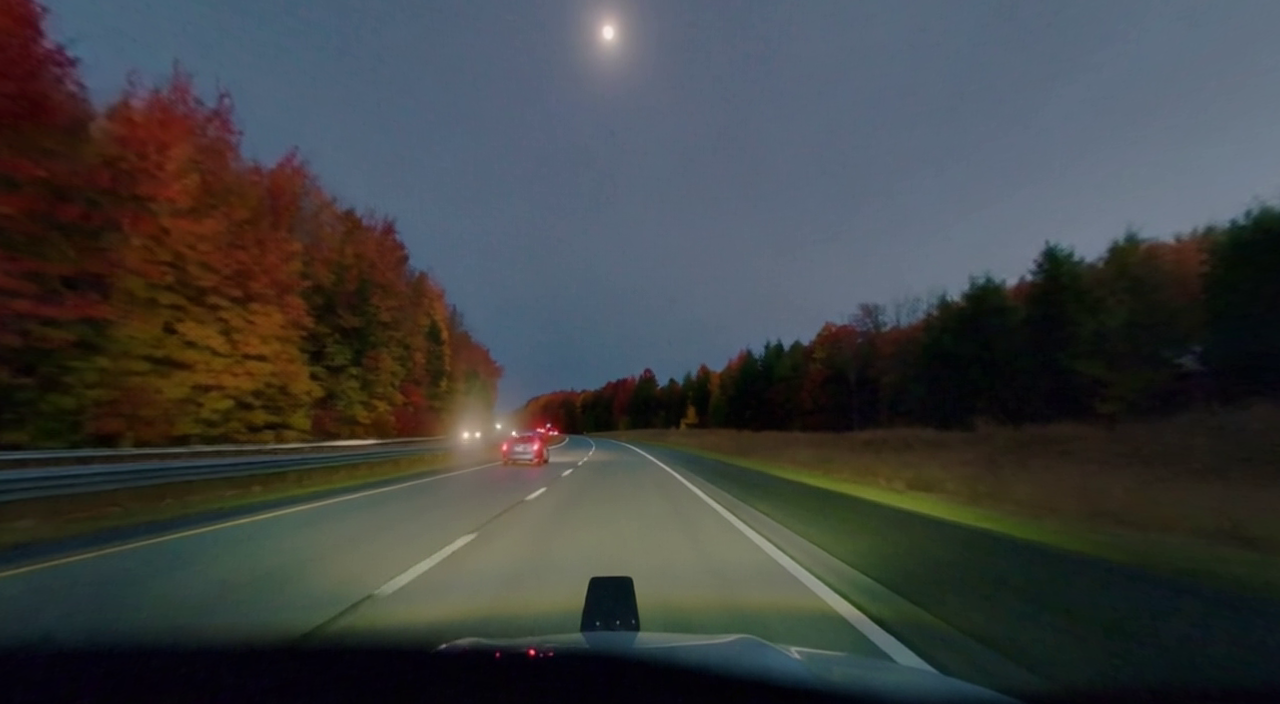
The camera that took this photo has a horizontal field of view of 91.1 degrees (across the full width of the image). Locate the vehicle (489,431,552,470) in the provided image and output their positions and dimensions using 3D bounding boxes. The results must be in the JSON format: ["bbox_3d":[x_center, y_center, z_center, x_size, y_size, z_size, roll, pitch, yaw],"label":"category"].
[{"bbox_3d":[-5.207,4.344,28.047,2.073,1.559,4.393,0,-8,-2],"label":"vehicle"}]
